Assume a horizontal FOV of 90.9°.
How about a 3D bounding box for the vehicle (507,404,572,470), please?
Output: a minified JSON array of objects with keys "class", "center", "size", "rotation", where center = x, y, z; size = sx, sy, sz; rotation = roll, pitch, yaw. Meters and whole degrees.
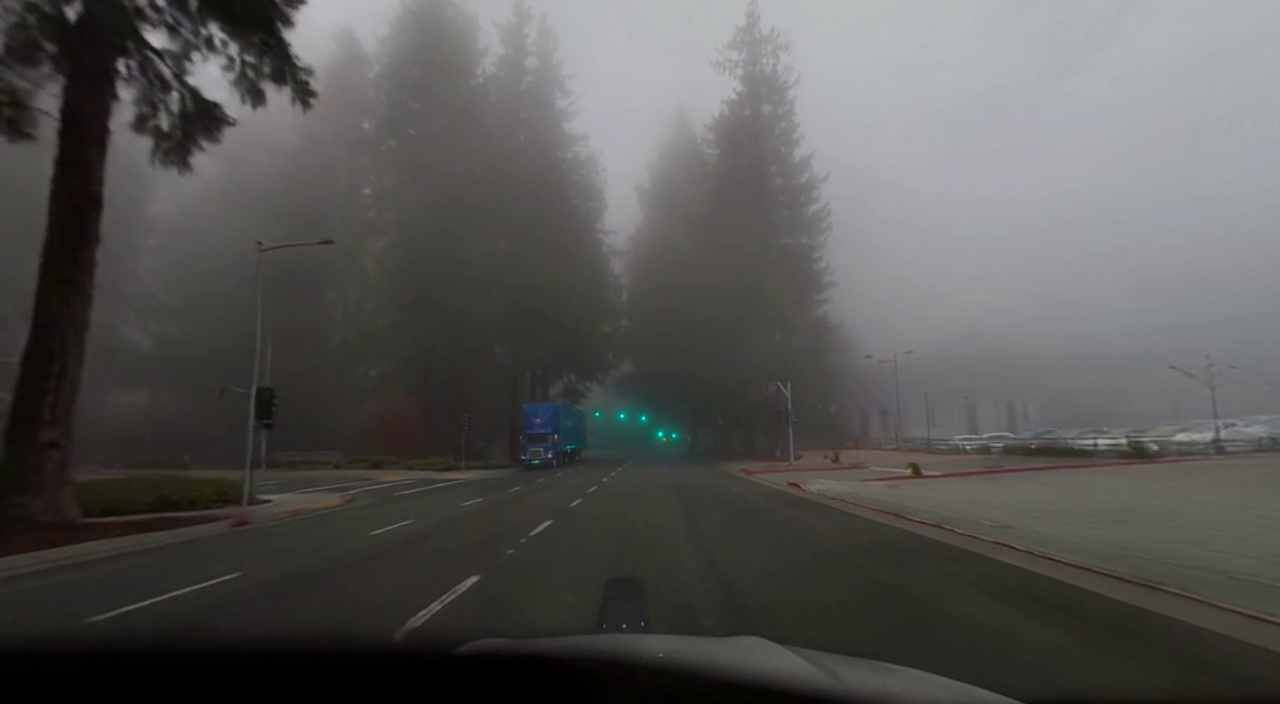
[{"class":"vehicle","center":[-6.669,5.877,43.114],"size":[3.053,4.058,8.110],"rotation":[0,-9,0]}]
